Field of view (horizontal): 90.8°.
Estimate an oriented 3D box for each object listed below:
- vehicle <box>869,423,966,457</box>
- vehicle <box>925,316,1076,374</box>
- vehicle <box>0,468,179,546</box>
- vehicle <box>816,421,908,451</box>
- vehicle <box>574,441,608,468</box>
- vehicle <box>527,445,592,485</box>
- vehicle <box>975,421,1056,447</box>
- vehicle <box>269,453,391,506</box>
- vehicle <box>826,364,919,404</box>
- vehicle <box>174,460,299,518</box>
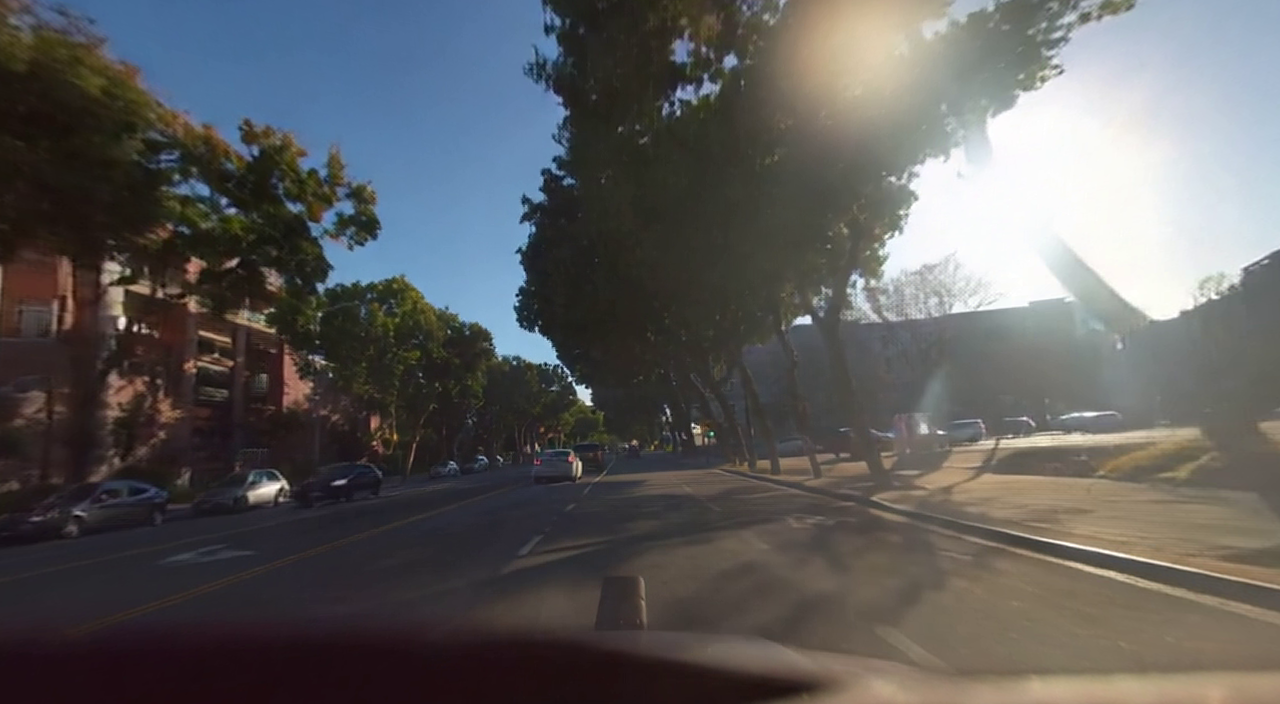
[{"bbox_3d":[12.568,3.977,28.731,3.527,1.496,1.836,0,-7,-3],"label":"vehicle"},{"bbox_3d":[11.712,-0.199,20.723,3.827,1.556,1.730,-1,-10,0],"label":"vehicle"},{"bbox_3d":[-16.064,4.374,18.419,1.897,1.805,4.538,0,-8,-2],"label":"vehicle"},{"bbox_3d":[12.872,4.935,36.897,4.619,1.626,2.121,-1,-9,3],"label":"vehicle"},{"bbox_3d":[-3.553,7.574,46.936,2.190,1.840,4.720,0,-8,0],"label":"vehicle"},{"bbox_3d":[-3.088,4.437,25.118,2.051,1.454,4.132,0,-8,0],"label":"vehicle"},{"bbox_3d":[25.558,5.589,43.057,4.439,1.688,2.101,1,-9,-14],"label":"vehicle"},{"bbox_3d":[-10.174,4.175,21.151,1.884,1.518,4.380,0,-8,-1],"label":"vehicle"},{"bbox_3d":[11.584,1.622,31.681,3.826,1.601,1.807,-4,-8,-4],"label":"vehicle"},{"bbox_3d":[-16.112,5.439,25.591,2.079,1.847,4.592,-4,-9,0],"label":"vehicle"}]
